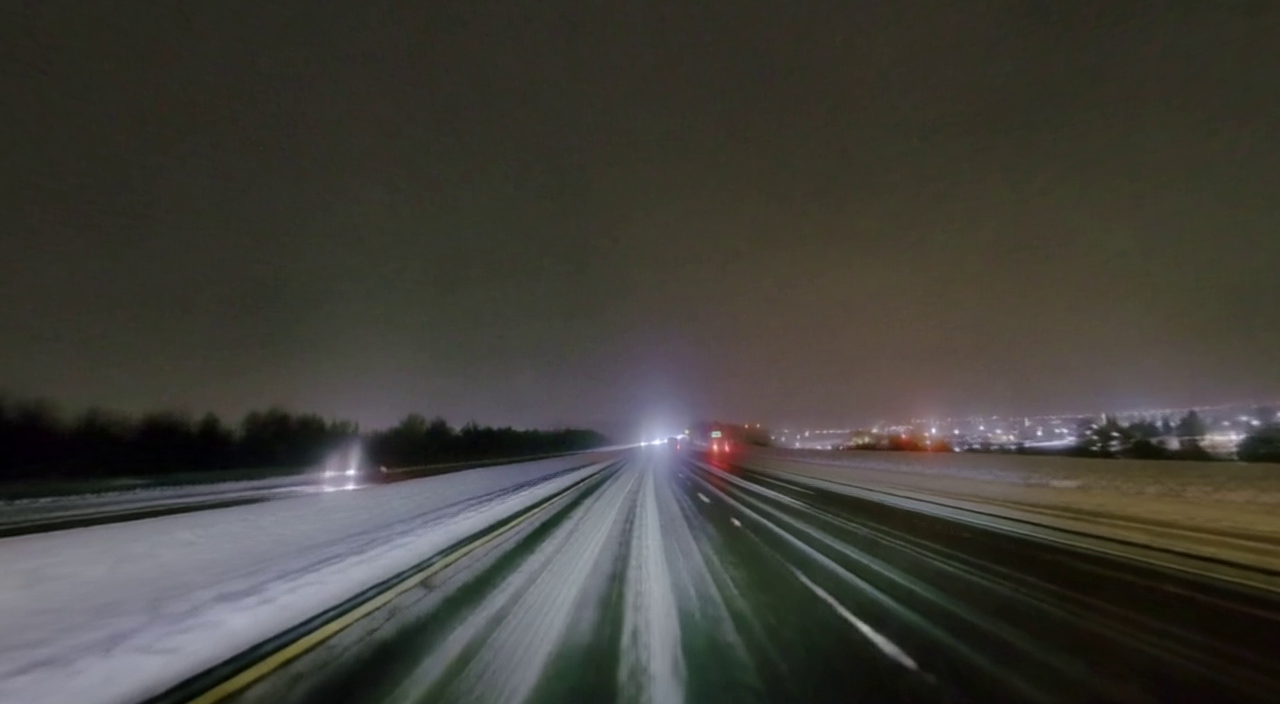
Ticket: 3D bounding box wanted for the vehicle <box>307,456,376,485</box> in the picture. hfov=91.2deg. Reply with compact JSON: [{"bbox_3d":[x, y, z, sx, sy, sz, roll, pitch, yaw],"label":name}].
[{"bbox_3d":[-16.889,6.717,35.707,1.877,1.480,4.009,0,-9,1],"label":"vehicle"}]
